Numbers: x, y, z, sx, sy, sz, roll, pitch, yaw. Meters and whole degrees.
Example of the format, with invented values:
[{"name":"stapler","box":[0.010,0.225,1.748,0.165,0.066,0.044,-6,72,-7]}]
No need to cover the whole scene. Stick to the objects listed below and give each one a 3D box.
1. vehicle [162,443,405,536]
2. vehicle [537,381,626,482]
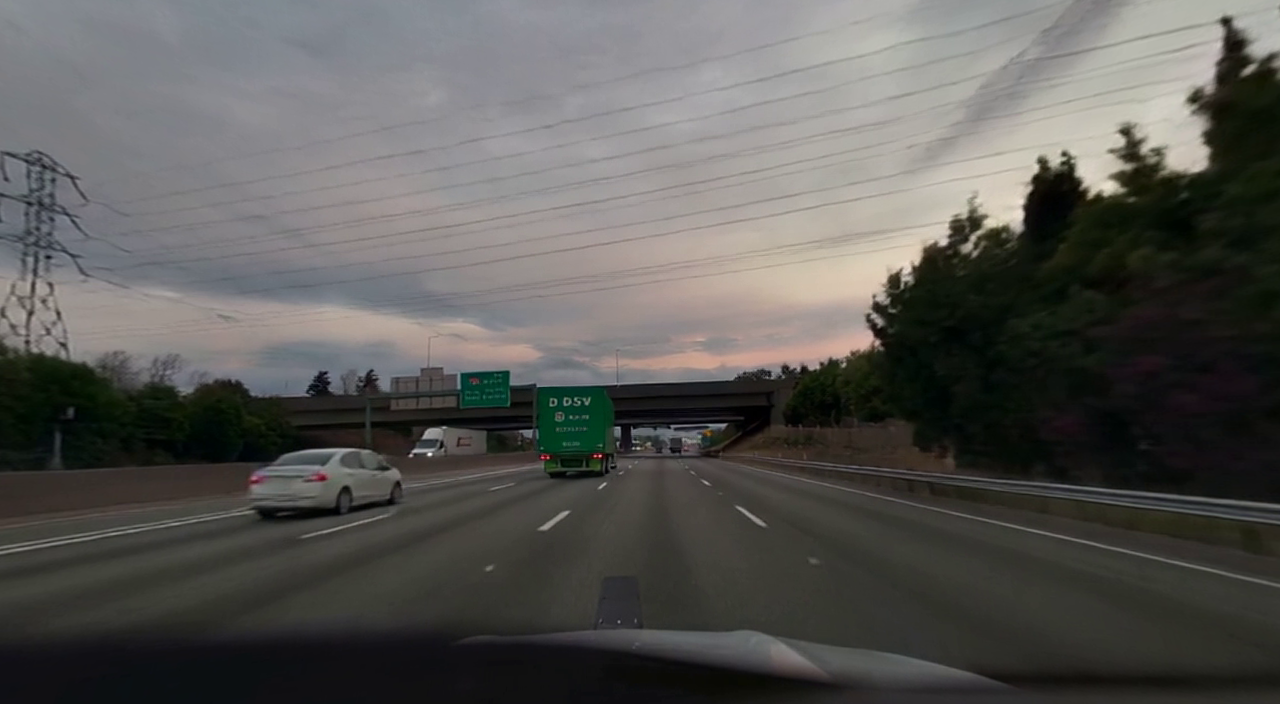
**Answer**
[{"name":"vehicle","box":[-6.625,2.571,12.498,1.958,1.467,4.737,-1,-9,2]},{"name":"vehicle","box":[-2.486,4.117,31.429,3.025,4.002,12.709,-1,-9,1]}]
